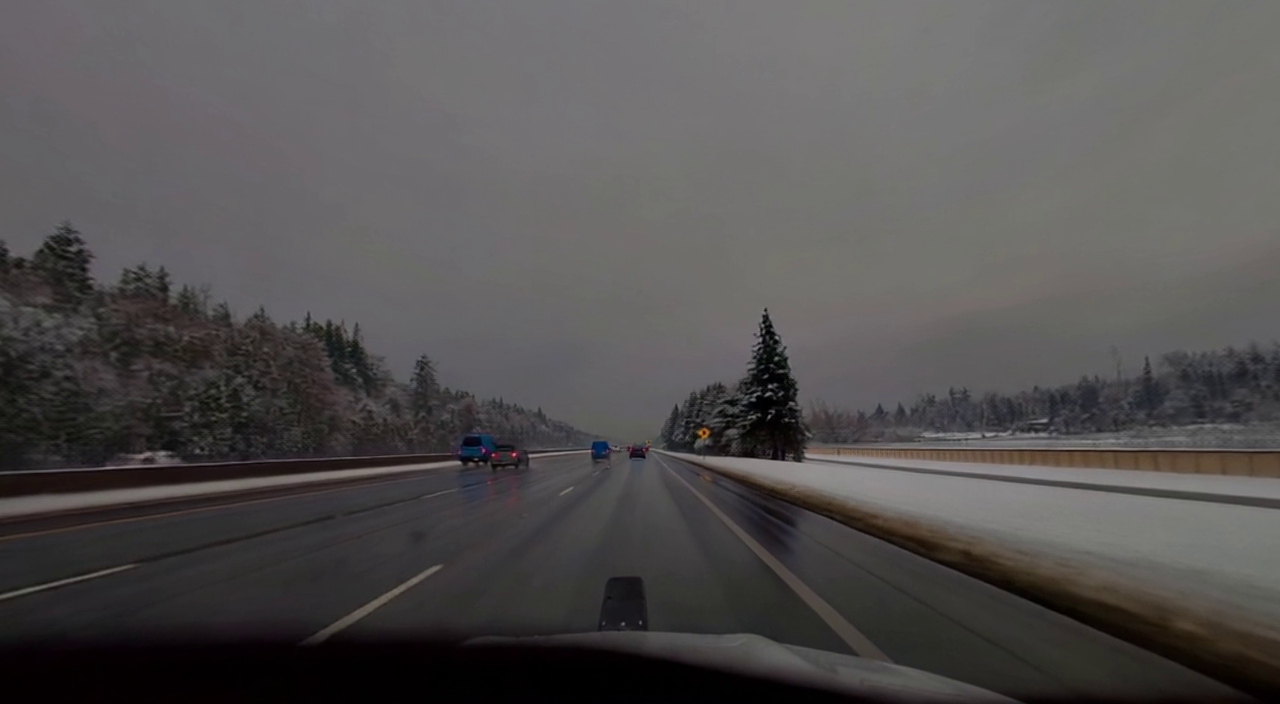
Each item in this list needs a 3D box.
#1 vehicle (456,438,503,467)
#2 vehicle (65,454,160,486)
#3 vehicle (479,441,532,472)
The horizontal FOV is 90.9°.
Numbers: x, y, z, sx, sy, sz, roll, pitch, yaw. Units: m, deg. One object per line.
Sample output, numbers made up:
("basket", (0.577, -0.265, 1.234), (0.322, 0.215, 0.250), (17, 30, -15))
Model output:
("vehicle", (-10.970, 6.877, 43.447), (1.977, 1.870, 4.525), (0, -8, 0))
("vehicle", (-24.598, 5.486, 29.561), (1.514, 1.344, 3.325), (0, -8, 1))
("vehicle", (-7.462, 5.838, 35.393), (2.014, 1.598, 4.015), (0, -8, 1))
